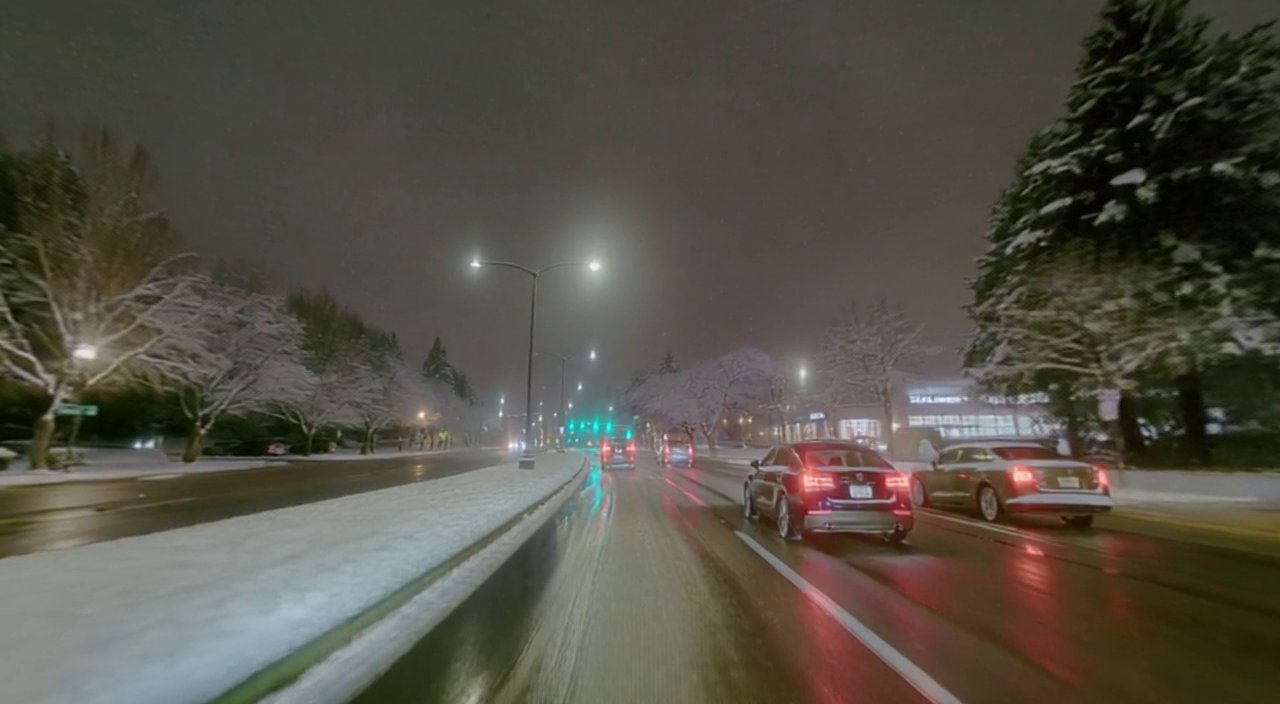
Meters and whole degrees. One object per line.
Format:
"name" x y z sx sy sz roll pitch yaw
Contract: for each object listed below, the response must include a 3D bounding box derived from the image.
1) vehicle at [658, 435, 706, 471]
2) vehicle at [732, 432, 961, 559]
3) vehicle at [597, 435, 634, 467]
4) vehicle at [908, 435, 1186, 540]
"vehicle" 2.155 5.353 33.513 2.000 1.745 4.206 0 -8 -4
"vehicle" 2.713 1.977 9.467 1.883 1.452 4.258 0 -8 -2
"vehicle" -1.525 5.960 37.885 2.051 1.798 4.168 0 -8 -5
"vehicle" 6.696 2.241 11.098 1.917 1.457 4.274 0 -8 -2
